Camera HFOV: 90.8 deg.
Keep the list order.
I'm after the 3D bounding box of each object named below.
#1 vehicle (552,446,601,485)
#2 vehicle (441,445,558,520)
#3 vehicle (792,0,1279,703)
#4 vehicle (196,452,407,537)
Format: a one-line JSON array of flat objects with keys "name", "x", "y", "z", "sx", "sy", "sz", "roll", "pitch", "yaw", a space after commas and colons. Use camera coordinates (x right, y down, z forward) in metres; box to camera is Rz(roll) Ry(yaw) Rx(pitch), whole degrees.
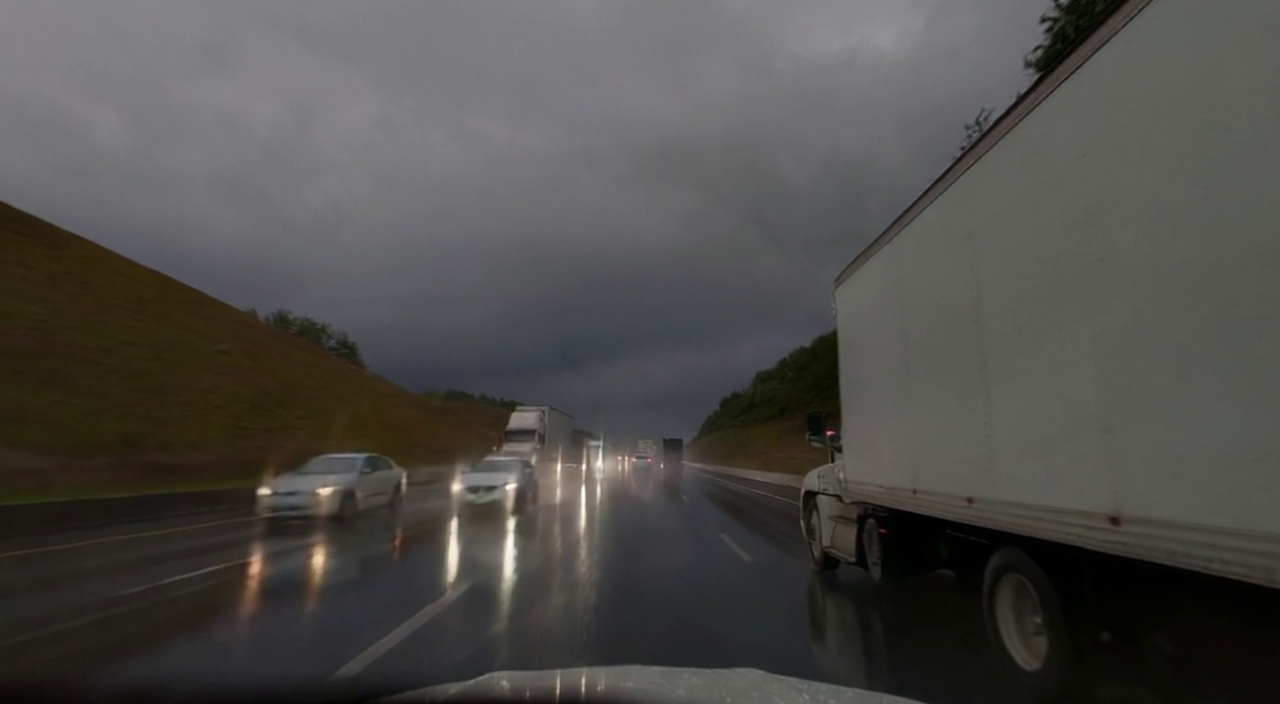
[{"name": "vehicle", "x": -3.172, "y": 5.773, "z": 32.416, "sx": 2.088, "sy": 1.860, "sz": 4.164, "roll": 0, "pitch": -9, "yaw": 0}, {"name": "vehicle", "x": -3.275, "y": 3.107, "z": 15.513, "sx": 2.005, "sy": 1.598, "sz": 3.684, "roll": 0, "pitch": -9, "yaw": 0}, {"name": "vehicle", "x": 3.222, "y": 0.134, "z": 3.939, "sx": 2.959, "sy": 3.973, "sz": 5.928, "roll": 0, "pitch": -9, "yaw": 0}, {"name": "vehicle", "x": -6.670, "y": 2.815, "z": 13.159, "sx": 1.911, "sy": 1.422, "sz": 4.515, "roll": 0, "pitch": -9, "yaw": 0}]
